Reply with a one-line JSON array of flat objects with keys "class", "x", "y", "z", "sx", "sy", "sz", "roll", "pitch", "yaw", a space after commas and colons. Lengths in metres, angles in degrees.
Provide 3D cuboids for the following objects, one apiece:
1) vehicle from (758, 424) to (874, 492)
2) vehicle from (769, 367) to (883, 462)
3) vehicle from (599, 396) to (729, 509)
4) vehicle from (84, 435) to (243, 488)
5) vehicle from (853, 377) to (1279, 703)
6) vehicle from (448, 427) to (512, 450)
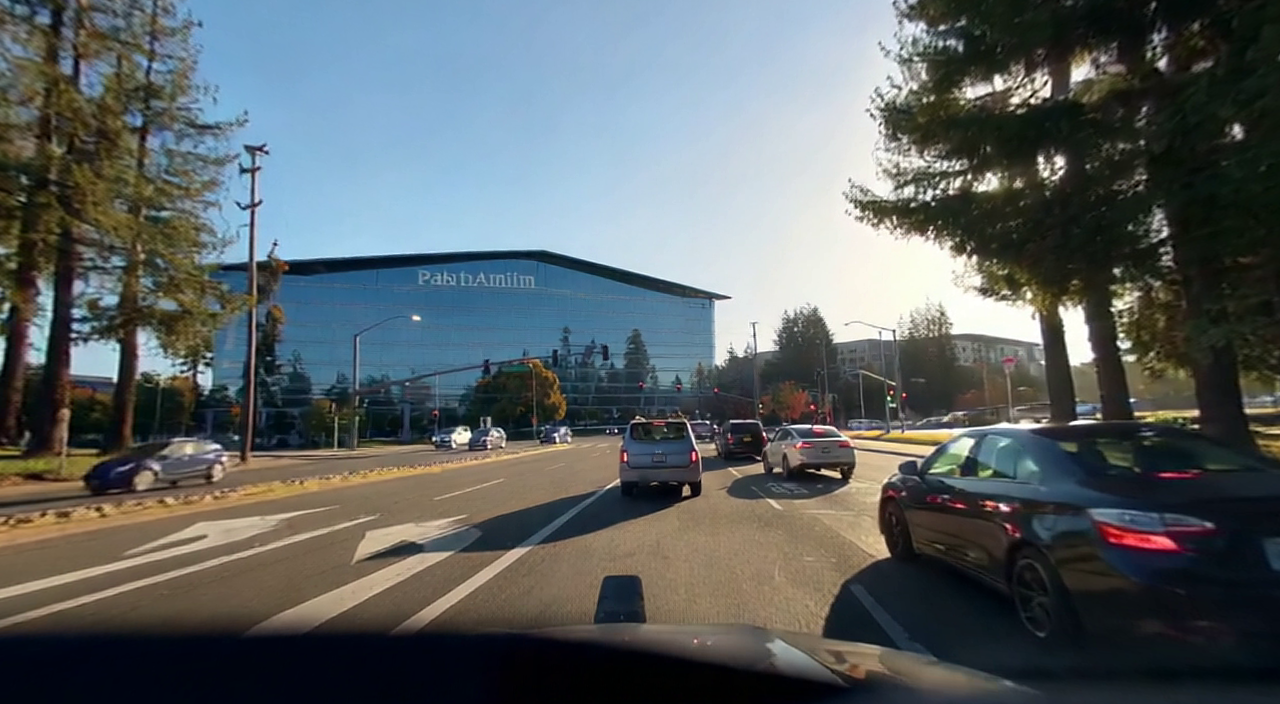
[{"class": "vehicle", "x": 4.174, "y": 2.606, "z": 15.668, "sx": 1.862, "sy": 1.451, "sz": 4.083, "roll": 0, "pitch": -9, "yaw": 2}, {"class": "vehicle", "x": 8.567, "y": 3.229, "z": 30.428, "sx": 2.965, "sy": 3.900, "sz": 9.064, "roll": 0, "pitch": -9, "yaw": 2}, {"class": "vehicle", "x": 0.601, "y": 2.030, "z": 12.915, "sx": 2.188, "sy": 1.892, "sz": 4.488, "roll": -1, "pitch": -9, "yaw": 5}, {"class": "vehicle", "x": -17.020, "y": 3.904, "z": 22.808, "sx": 1.950, "sy": 1.713, "sz": 4.406, "roll": -1, "pitch": -9, "yaw": 7}, {"class": "vehicle", "x": 3.349, "y": 1.197, "z": 5.031, "sx": 2.109, "sy": 1.500, "sz": 4.585, "roll": -1, "pitch": -9, "yaw": 6}, {"class": "vehicle", "x": -12.362, "y": 6.764, "z": 48.836, "sx": 2.018, "sy": 1.715, "sz": 4.451, "roll": -7, "pitch": -11, "yaw": 37}]
